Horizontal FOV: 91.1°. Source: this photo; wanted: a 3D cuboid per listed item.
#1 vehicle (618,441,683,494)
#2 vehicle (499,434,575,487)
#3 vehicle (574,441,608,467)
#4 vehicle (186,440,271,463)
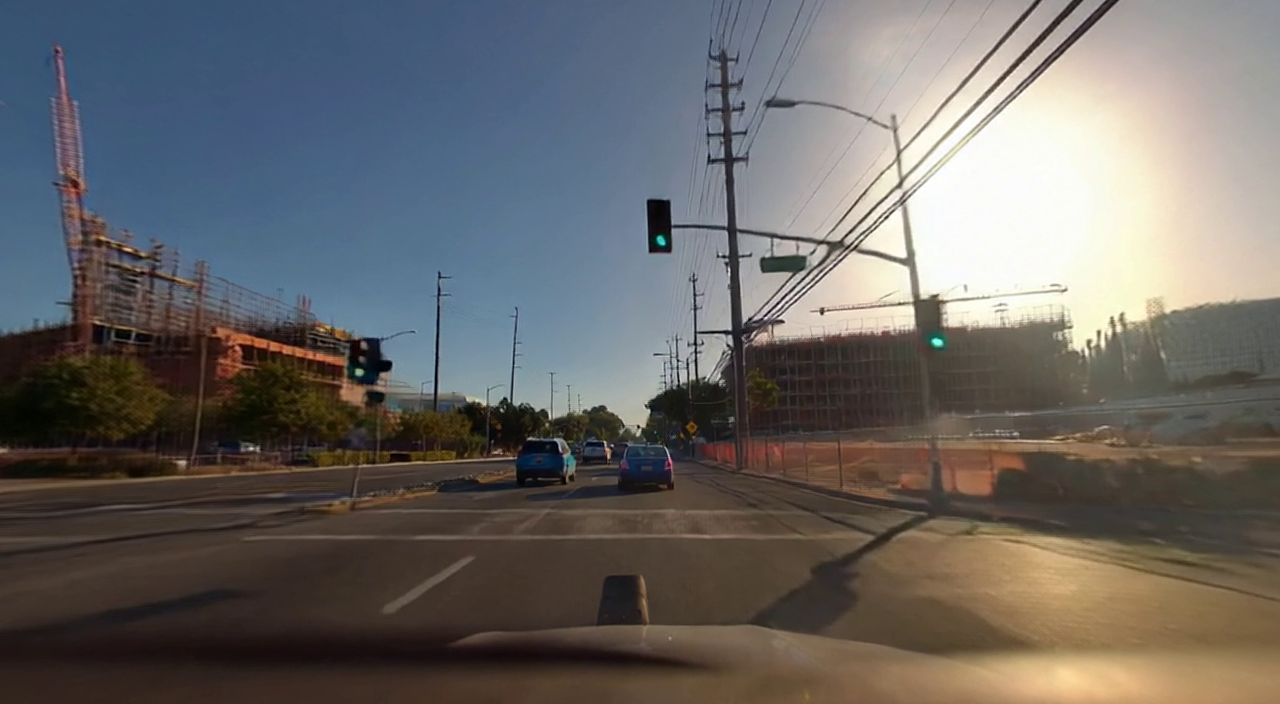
[{"bbox_3d":[0.340,4.007,22.229,2.059,1.691,3.980,0,-8,0],"label":"vehicle"},{"bbox_3d":[-3.775,4.059,23.912,2.078,1.804,4.387,0,-8,1],"label":"vehicle"},{"bbox_3d":[-3.441,7.275,45.032,1.910,1.713,4.786,0,-8,1],"label":"vehicle"},{"bbox_3d":[-31.662,7.696,48.428,5.155,1.679,1.934,0,-8,0],"label":"vehicle"}]
